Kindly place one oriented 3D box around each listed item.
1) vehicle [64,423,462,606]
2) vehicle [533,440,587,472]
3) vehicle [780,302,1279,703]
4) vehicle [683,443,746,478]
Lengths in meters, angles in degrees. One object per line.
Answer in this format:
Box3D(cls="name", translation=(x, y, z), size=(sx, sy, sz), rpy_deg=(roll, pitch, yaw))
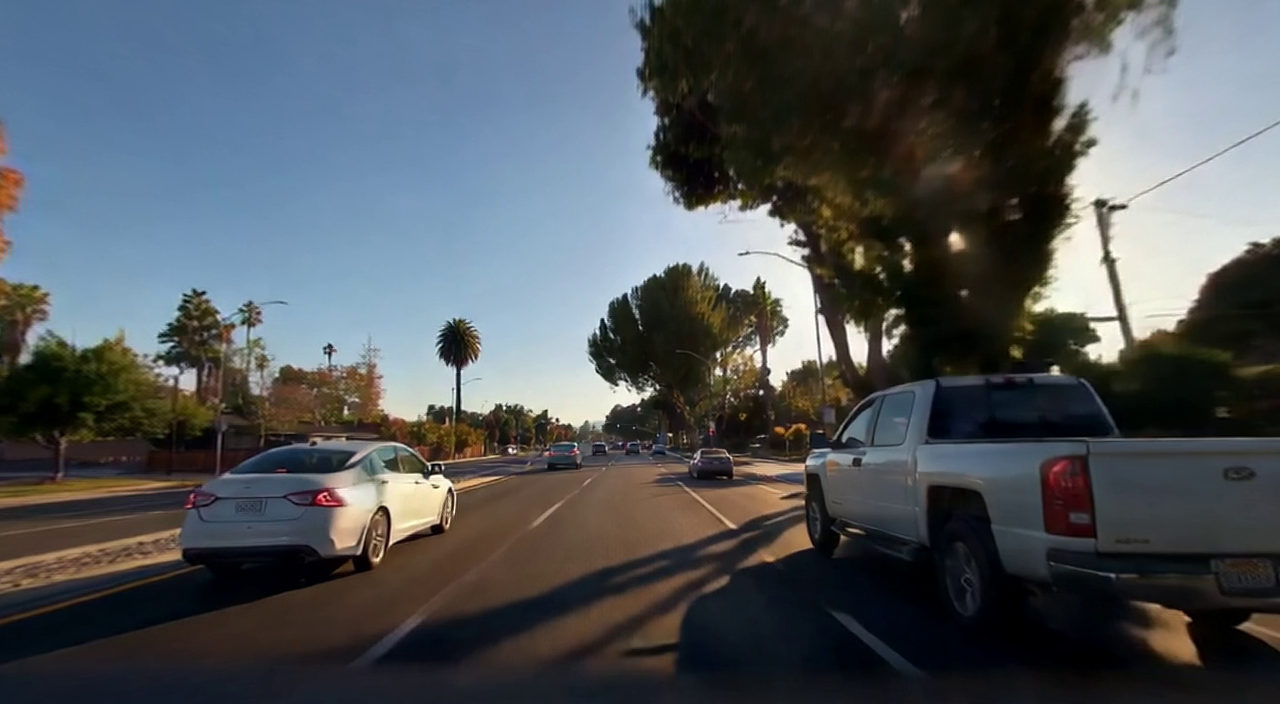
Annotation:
Box3D(cls="vehicle", translation=(-3.759, 1.673, 7.485), size=(2.094, 1.509, 4.286), rpy_deg=(0, -8, -1))
Box3D(cls="vehicle", translation=(-4.116, 5.453, 33.425), size=(2.263, 1.548, 4.555), rpy_deg=(0, -8, 0))
Box3D(cls="vehicle", translation=(3.250, 1.178, 5.883), size=(2.478, 2.030, 5.723), rpy_deg=(0, -8, -1))
Box3D(cls="vehicle", translation=(3.258, 4.874, 28.736), size=(2.149, 1.421, 4.805), rpy_deg=(0, -8, -2))
